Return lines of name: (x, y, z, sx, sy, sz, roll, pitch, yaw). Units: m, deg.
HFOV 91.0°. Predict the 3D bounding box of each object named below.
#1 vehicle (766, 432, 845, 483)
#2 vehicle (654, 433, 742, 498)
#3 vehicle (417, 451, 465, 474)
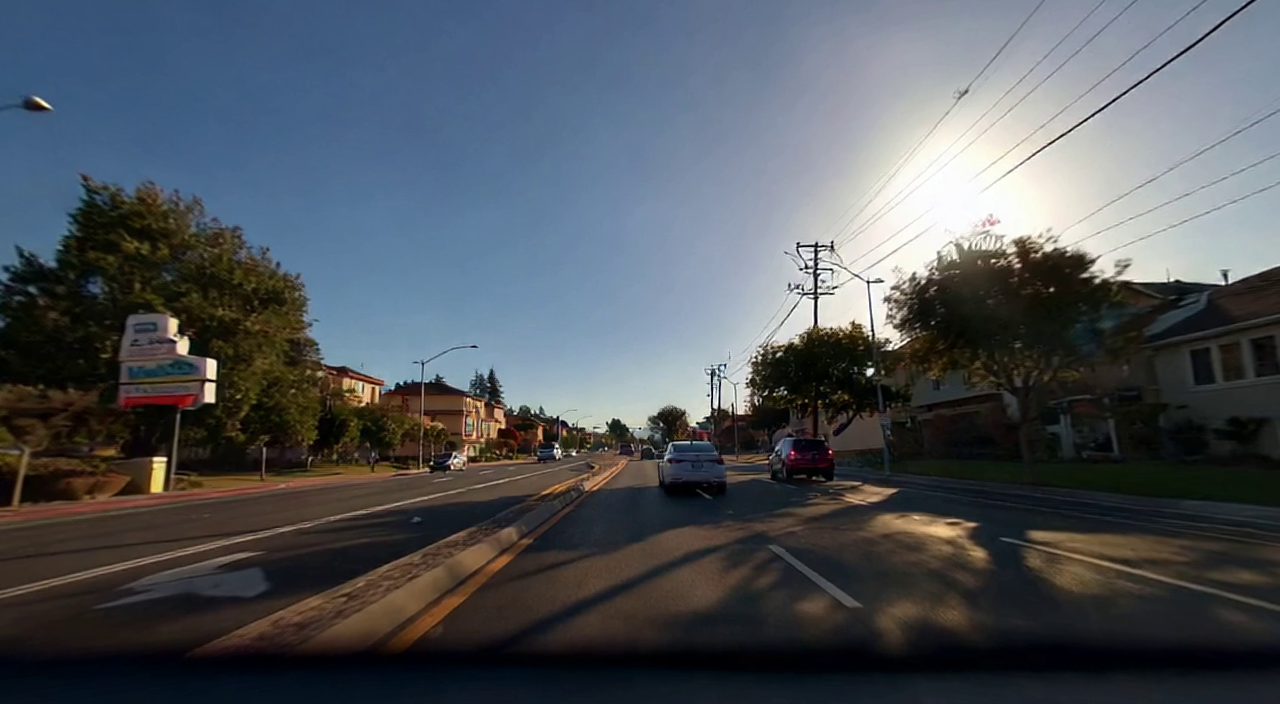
vehicle: (6.661, 4.297, 25.916, 2.061, 1.889, 4.268, 0, -9, 0)
vehicle: (1.612, 3.361, 18.969, 2.138, 1.702, 4.168, 0, -9, -1)
vehicle: (-14.567, 8.089, 46.310, 1.980, 1.513, 4.583, 0, -9, 1)
